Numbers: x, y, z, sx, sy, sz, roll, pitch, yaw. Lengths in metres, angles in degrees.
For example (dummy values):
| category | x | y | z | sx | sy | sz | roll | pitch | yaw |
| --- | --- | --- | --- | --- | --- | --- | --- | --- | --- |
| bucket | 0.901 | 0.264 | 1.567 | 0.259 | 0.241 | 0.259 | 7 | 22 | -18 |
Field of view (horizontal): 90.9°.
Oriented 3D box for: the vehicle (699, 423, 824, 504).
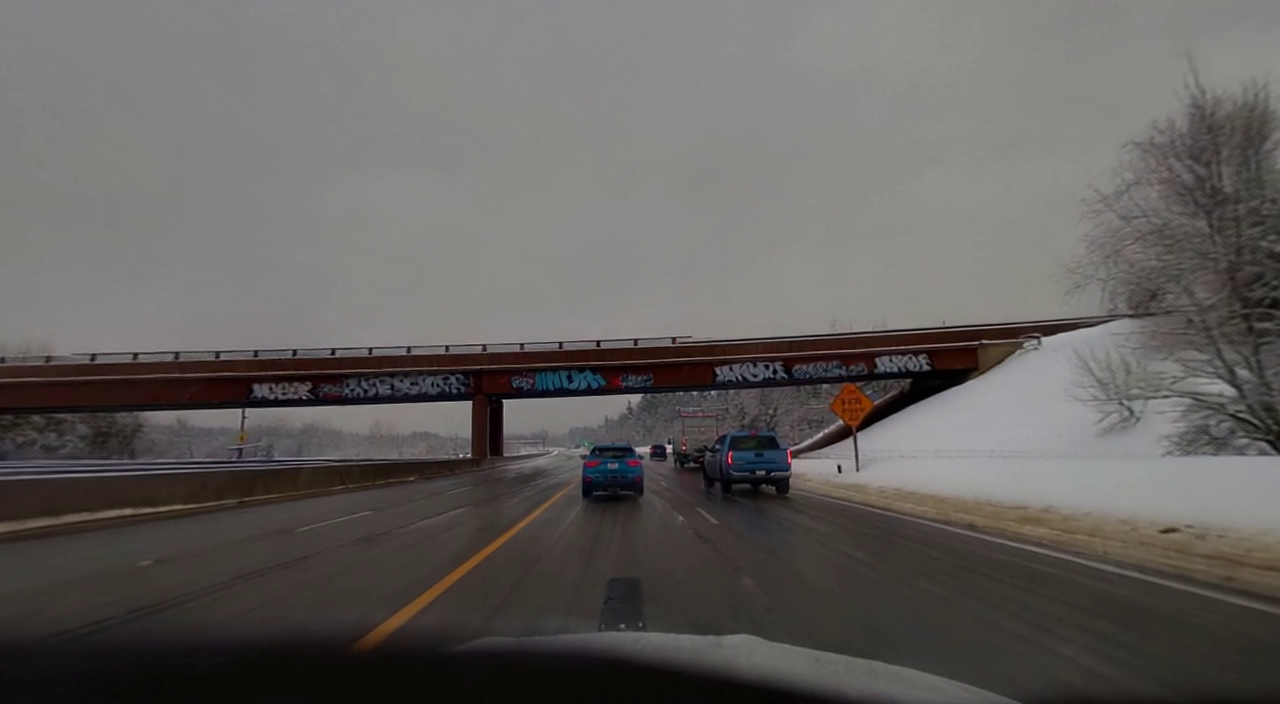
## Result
| category | x | y | z | sx | sy | sz | roll | pitch | yaw |
| --- | --- | --- | --- | --- | --- | --- | --- | --- | --- |
| vehicle | 3.196 | 3.117 | 18.152 | 2.311 | 1.922 | 5.977 | 0 | -8 | -1 |

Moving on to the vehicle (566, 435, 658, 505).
| category | x | y | z | sx | sy | sz | roll | pitch | yaw |
| --- | --- | --- | --- | --- | --- | --- | --- | --- | --- |
| vehicle | -0.701 | 3.120 | 17.104 | 2.193 | 1.651 | 3.946 | 0 | -8 | -1 |

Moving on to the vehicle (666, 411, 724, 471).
| category | x | y | z | sx | sy | sz | roll | pitch | yaw |
| --- | --- | --- | --- | --- | --- | --- | --- | --- | --- |
| vehicle | 3.320 | 5.681 | 40.119 | 2.873 | 3.408 | 7.323 | 0 | -8 | -1 |
